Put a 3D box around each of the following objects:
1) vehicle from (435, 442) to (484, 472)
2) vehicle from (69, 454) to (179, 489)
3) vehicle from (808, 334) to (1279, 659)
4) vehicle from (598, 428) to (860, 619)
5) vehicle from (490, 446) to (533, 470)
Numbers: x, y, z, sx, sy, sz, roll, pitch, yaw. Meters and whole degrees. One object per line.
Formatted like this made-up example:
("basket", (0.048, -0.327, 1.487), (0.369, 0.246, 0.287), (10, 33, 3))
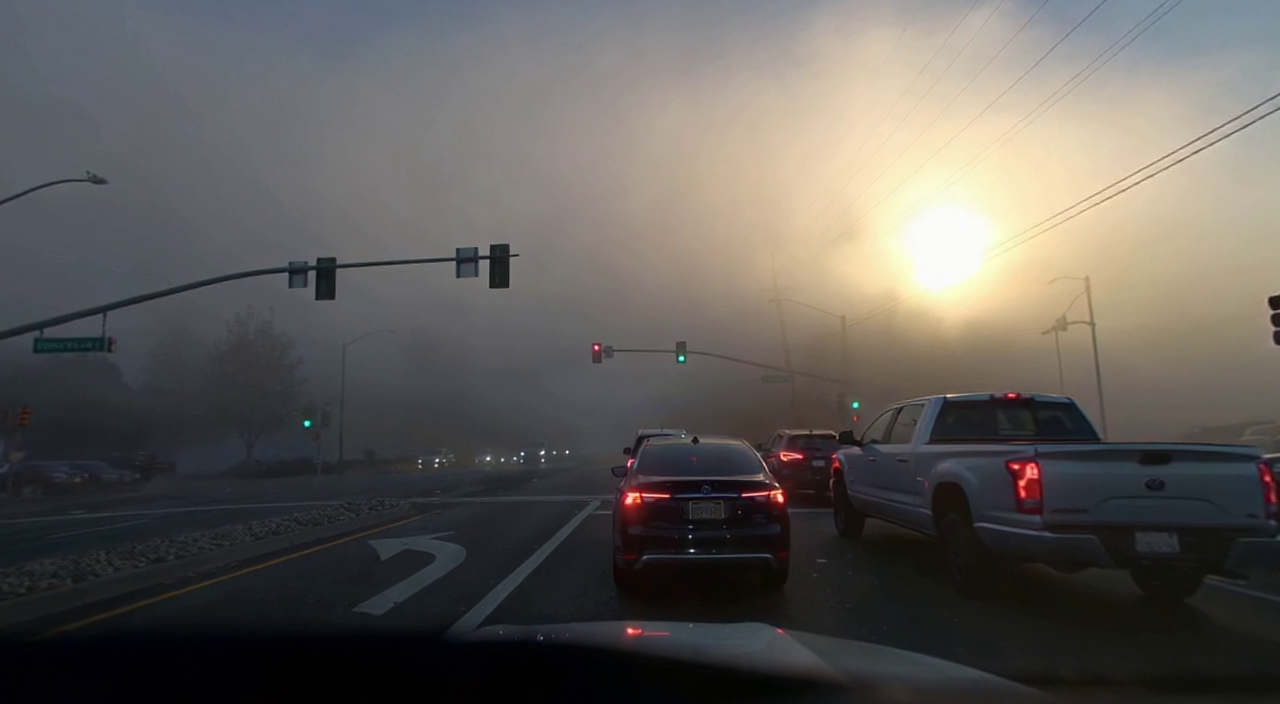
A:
("vehicle", (-11.874, 6.910, 41.818), (1.991, 1.844, 4.393), (0, -8, -1))
("vehicle", (-29.082, 6.695, 35.600), (4.789, 1.828, 2.025), (-2, -9, 10))
("vehicle", (3.798, 1.308, 6.853), (2.358, 2.116, 5.328), (0, -8, -1))
("vehicle", (0.610, 1.599, 6.819), (2.038, 1.447, 3.756), (0, -8, -3))
("vehicle", (-8.443, 7.007, 41.874), (2.002, 1.469, 4.301), (0, -8, -1))
